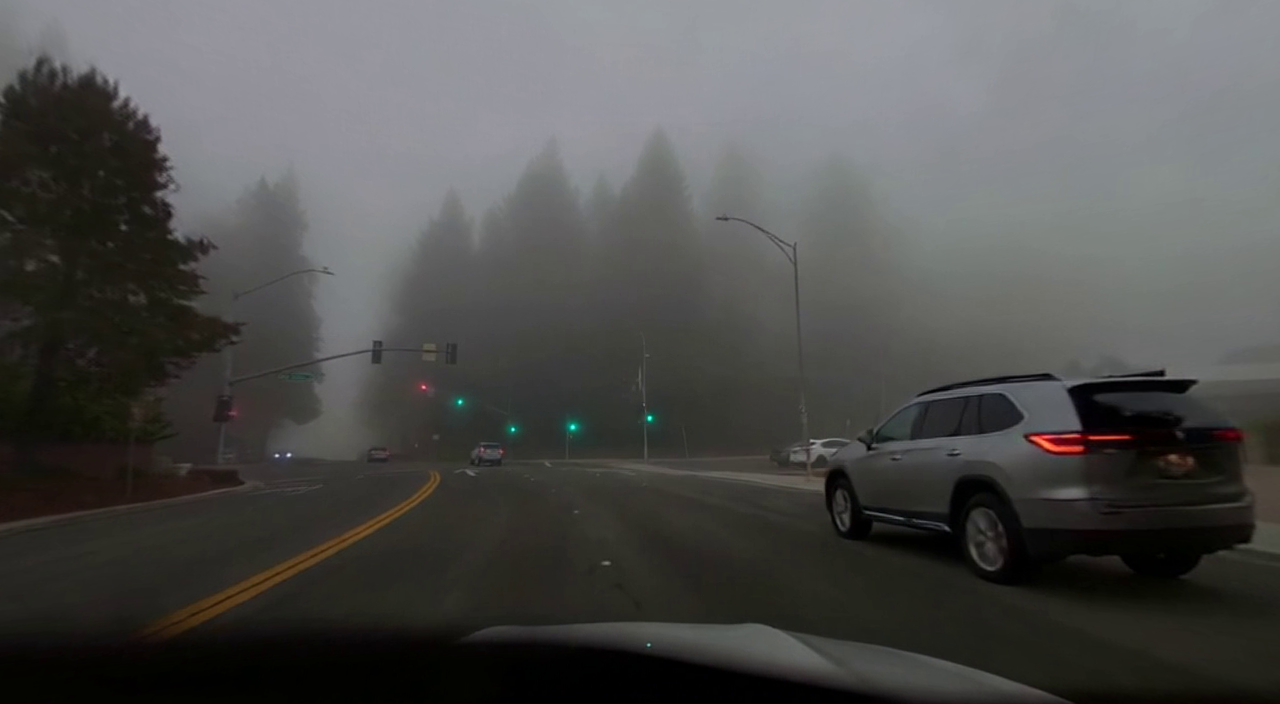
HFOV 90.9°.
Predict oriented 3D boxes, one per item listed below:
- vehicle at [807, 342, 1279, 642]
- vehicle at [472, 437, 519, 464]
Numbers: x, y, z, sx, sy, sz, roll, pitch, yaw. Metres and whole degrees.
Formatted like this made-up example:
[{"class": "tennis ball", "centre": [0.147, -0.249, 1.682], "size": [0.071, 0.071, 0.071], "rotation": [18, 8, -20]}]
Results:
[{"class": "vehicle", "centre": [4.164, 1.372, 7.315], "size": [2.338, 2.063, 5.592], "rotation": [1, -9, -7]}, {"class": "vehicle", "centre": [-9.929, 6.738, 43.045], "size": [2.138, 1.729, 4.178], "rotation": [4, -9, -26]}]
